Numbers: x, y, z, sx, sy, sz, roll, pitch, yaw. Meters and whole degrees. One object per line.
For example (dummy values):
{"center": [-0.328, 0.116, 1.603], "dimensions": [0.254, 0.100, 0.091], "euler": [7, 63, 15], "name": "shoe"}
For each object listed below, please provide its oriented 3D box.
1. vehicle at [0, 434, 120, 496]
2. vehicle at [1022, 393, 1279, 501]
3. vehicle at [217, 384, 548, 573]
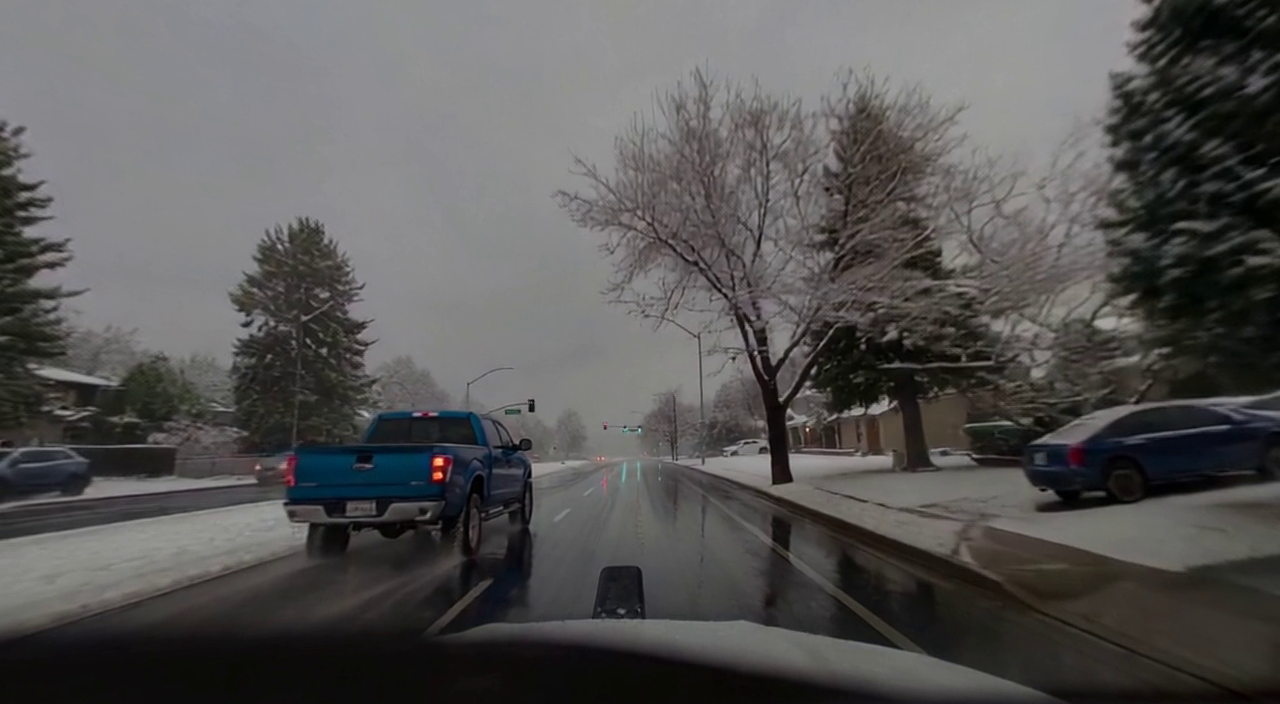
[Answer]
{"center": [-20.755, 3.819, 21.015], "dimensions": [5.096, 1.810, 2.071], "euler": [-3, -9, 1], "name": "vehicle"}
{"center": [9.651, 1.597, 10.946], "dimensions": [4.696, 1.555, 2.009], "euler": [-2, -9, -2], "name": "vehicle"}
{"center": [-3.172, 1.780, 9.713], "dimensions": [2.508, 2.001, 5.880], "euler": [0, -9, 1], "name": "vehicle"}
